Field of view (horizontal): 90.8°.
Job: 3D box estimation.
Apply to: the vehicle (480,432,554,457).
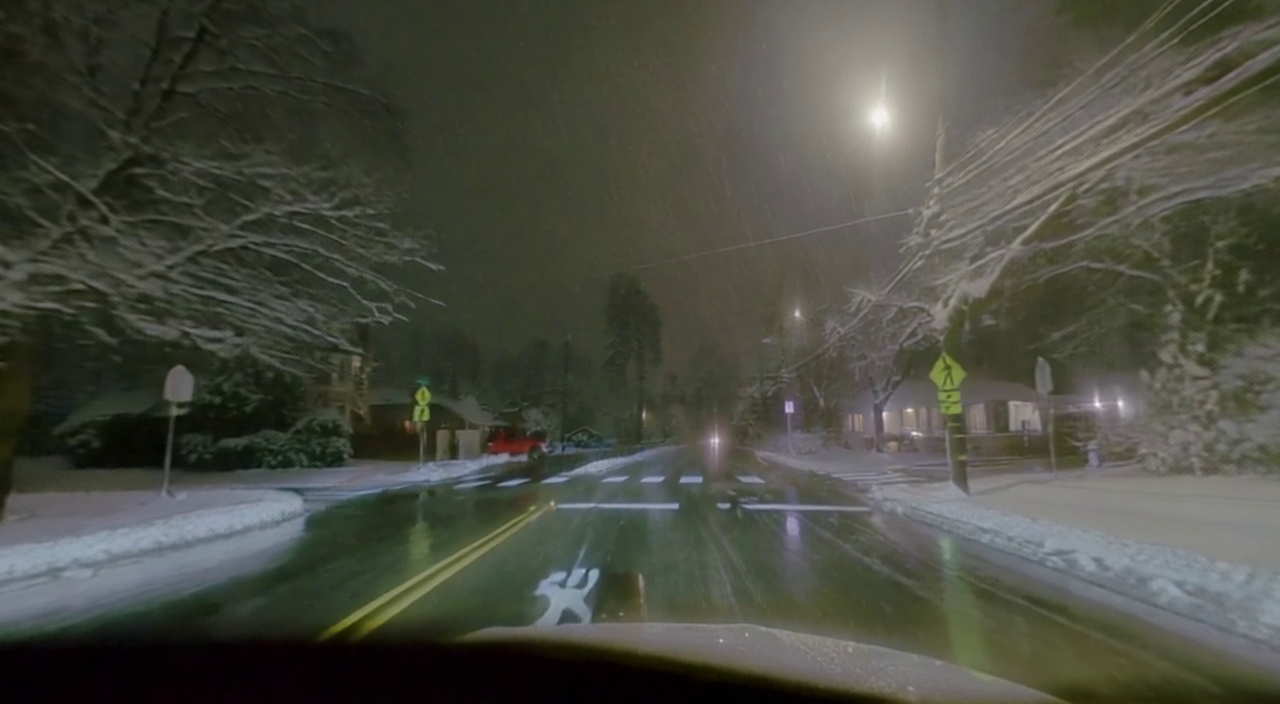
[{"bbox_3d":[-8.040,6.077,41.560,4.377,1.596,1.836,-2,-9,15],"label":"vehicle"}]
